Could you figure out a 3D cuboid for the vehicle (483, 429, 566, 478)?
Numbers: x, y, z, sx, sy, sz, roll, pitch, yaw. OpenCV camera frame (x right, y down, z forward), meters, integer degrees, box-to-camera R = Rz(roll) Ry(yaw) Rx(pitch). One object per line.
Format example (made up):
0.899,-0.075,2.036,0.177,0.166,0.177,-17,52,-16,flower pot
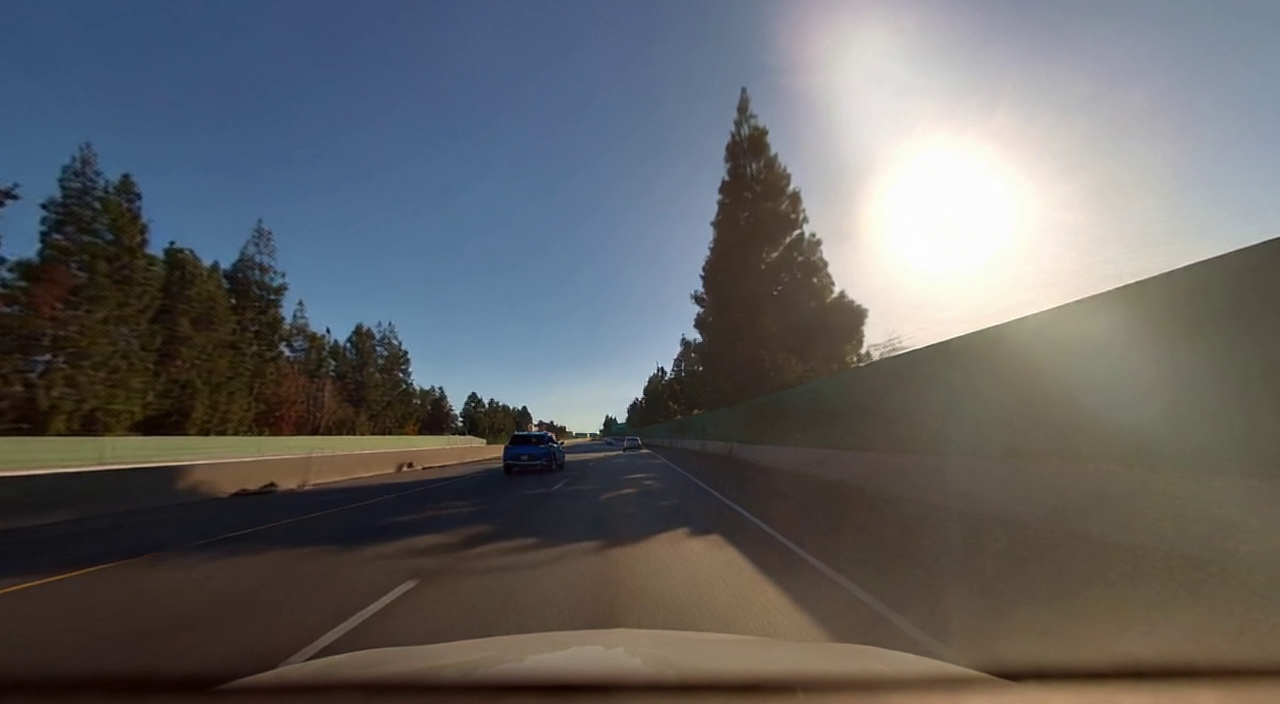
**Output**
-3.935,3.530,22.345,2.072,1.545,4.767,0,-8,0,vehicle

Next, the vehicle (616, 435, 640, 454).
-0.925,7.200,49.254,1.836,1.450,3.519,0,-8,-1,vehicle
